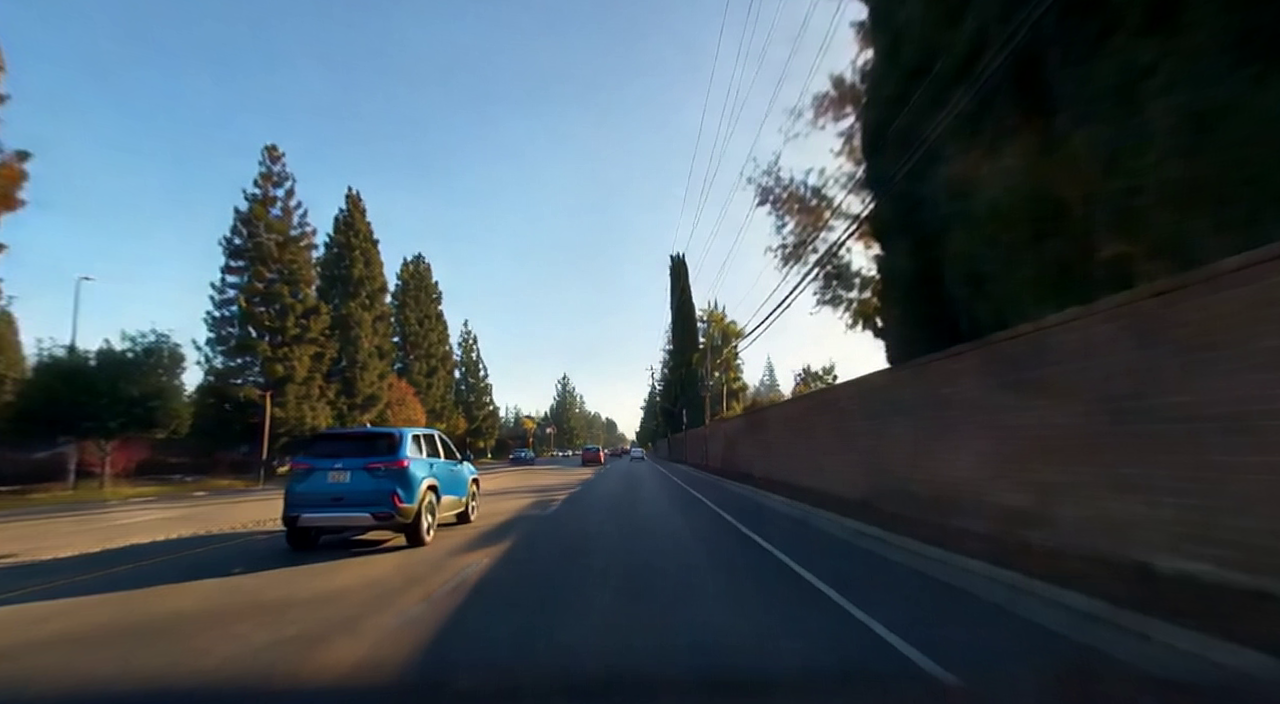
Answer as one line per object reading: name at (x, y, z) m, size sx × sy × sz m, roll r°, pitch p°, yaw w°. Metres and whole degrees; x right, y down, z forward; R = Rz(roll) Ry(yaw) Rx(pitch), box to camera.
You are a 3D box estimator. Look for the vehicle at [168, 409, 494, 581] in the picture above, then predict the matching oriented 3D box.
vehicle at (-3.660, 1.781, 8.704) m, size 2.147 × 1.730 × 4.555 m, roll 0°, pitch -8°, yaw 0°
